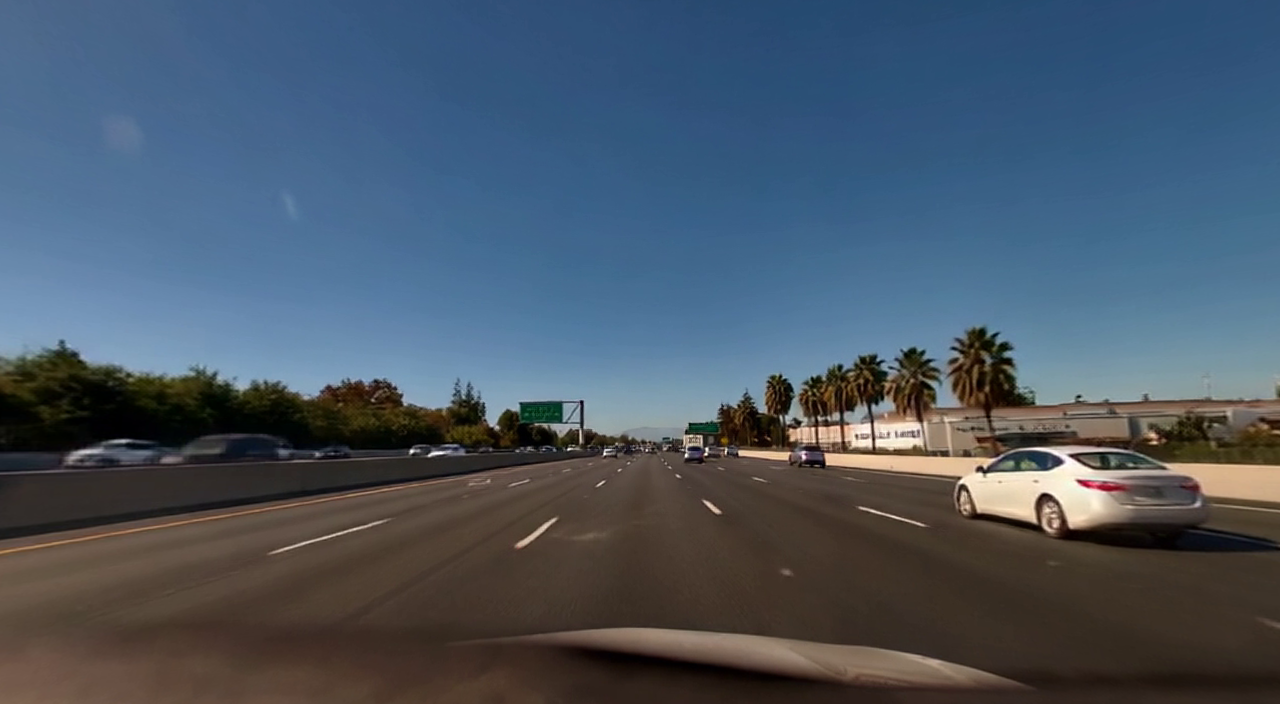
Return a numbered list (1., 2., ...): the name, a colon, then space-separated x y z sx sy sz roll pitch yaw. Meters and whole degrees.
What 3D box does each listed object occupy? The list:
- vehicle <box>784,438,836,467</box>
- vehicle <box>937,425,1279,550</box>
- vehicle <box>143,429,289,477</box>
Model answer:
1. vehicle: 11.599 6.872 43.283 2.168 1.861 4.678 0 -8 -1
2. vehicle: 7.039 2.053 10.322 2.071 1.543 4.702 0 -8 0
3. vehicle: -18.566 4.484 28.130 2.259 1.871 6.046 0 -8 1
